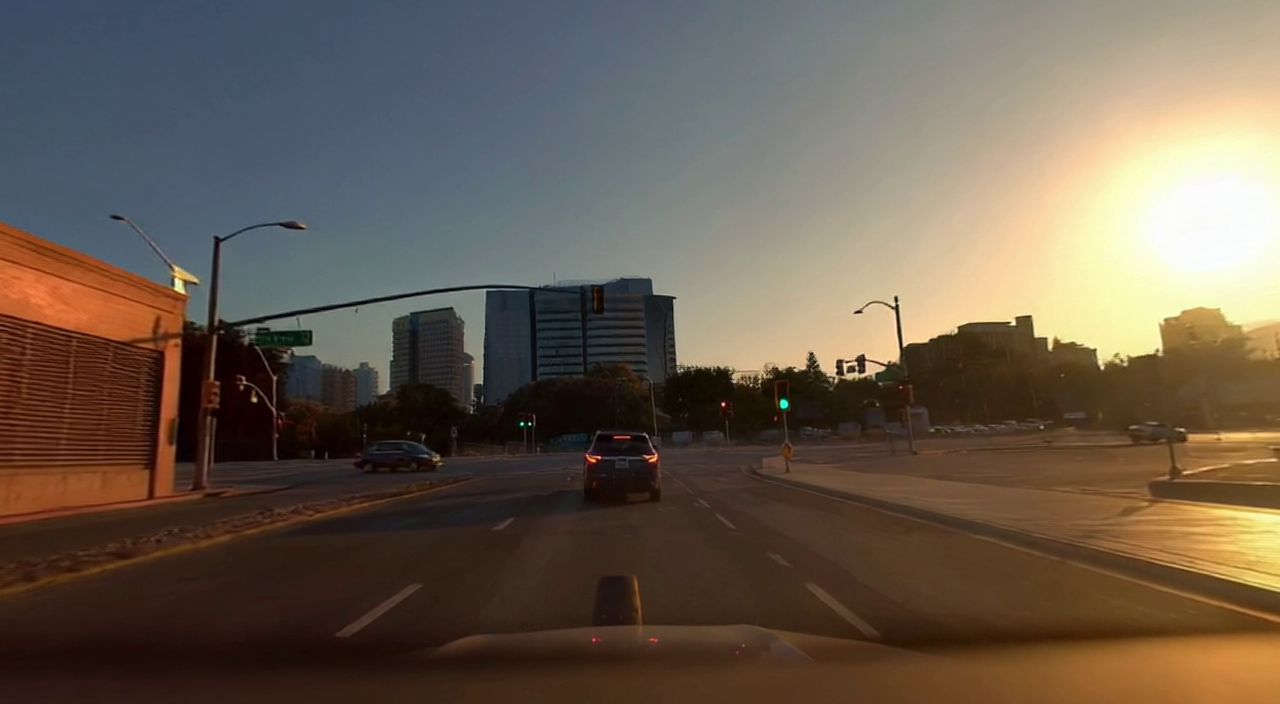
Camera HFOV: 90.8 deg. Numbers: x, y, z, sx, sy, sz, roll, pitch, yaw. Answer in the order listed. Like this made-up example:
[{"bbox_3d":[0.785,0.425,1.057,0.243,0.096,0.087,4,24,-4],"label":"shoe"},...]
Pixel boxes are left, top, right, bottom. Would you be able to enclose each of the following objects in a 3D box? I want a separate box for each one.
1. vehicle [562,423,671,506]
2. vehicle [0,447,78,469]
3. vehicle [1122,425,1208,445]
[{"bbox_3d":[-0.523,2.630,15.174,2.218,1.657,4.551,0,-8,-1],"label":"vehicle"},{"bbox_3d":[-46.999,8.265,49.250,4.423,1.625,1.899,0,-8,-2],"label":"vehicle"},{"bbox_3d":[40.034,6.350,48.191,4.926,1.462,1.803,0,-8,-1],"label":"vehicle"}]
